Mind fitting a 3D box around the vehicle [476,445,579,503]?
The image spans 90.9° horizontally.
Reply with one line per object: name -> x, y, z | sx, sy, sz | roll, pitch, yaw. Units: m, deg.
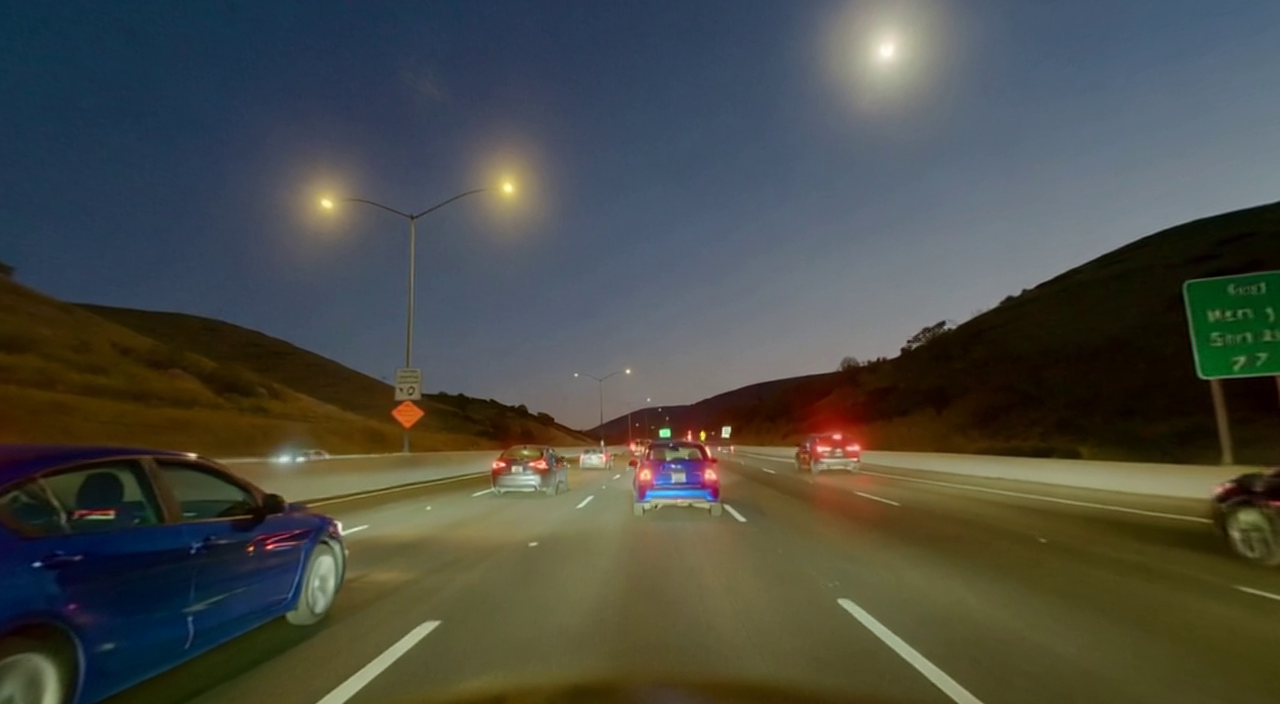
vehicle -> -3.063, 3.419, 18.249 | 2.017, 1.446, 4.384 | -1, -8, 2

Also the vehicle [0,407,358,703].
vehicle -> -3.439, 1.087, 3.113 | 2.033, 1.513, 4.333 | -1, -8, 1

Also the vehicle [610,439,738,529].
vehicle -> 0.613, 2.446, 12.278 | 2.072, 1.431, 3.904 | -1, -8, 2

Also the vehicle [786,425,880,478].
vehicle -> 7.386, 3.893, 24.773 | 2.210, 1.831, 4.843 | -1, -8, 1

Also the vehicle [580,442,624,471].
vehicle -> -2.160, 6.081, 36.915 | 2.034, 1.572, 4.444 | -1, -8, 3

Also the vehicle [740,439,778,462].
vehicle -> 8.865, 7.371, 47.397 | 2.032, 1.580, 4.928 | -1, -8, 2
